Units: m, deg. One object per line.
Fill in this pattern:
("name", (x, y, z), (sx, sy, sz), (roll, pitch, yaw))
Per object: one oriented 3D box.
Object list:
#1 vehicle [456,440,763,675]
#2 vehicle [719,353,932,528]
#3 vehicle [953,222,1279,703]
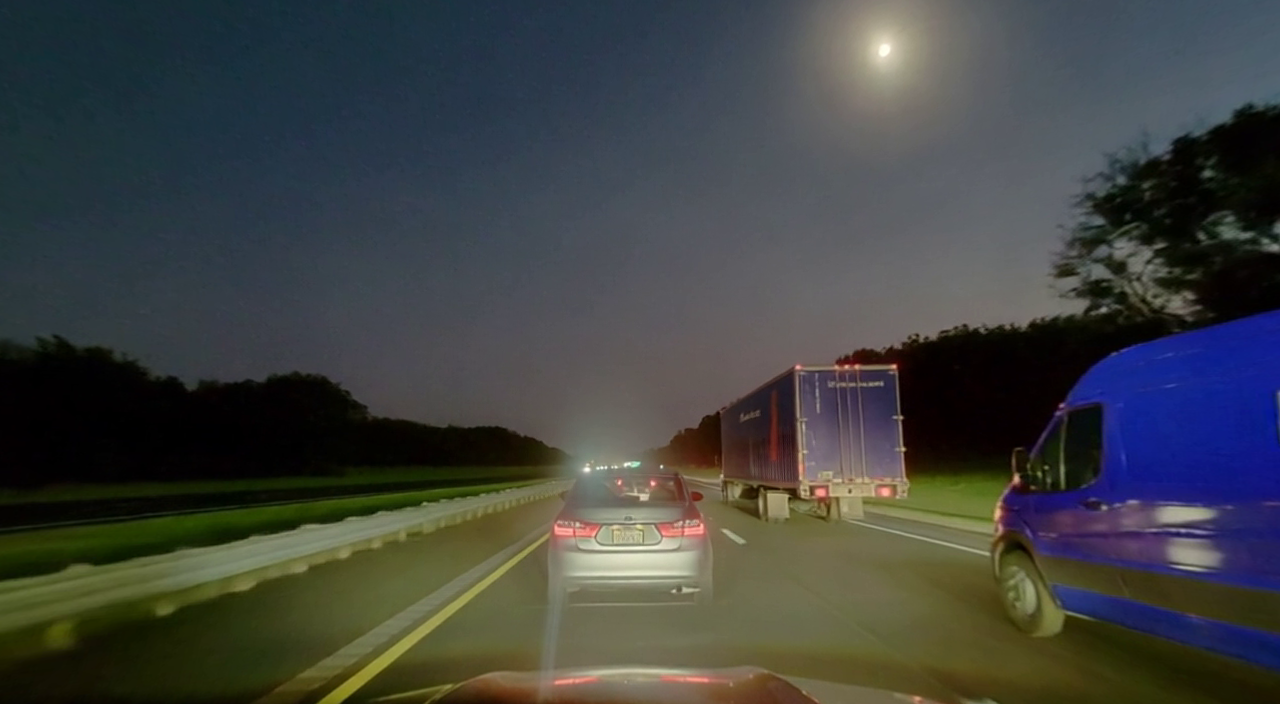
("vehicle", (-0.244, 1.665, 5.881), (1.980, 1.493, 3.410), (1, -11, -2))
("vehicle", (4.936, 3.028, 20.068), (2.936, 3.972, 11.144), (1, -11, -2))
("vehicle", (4.190, 0.749, 3.312), (2.328, 2.537, 5.290), (1, -11, 1))
